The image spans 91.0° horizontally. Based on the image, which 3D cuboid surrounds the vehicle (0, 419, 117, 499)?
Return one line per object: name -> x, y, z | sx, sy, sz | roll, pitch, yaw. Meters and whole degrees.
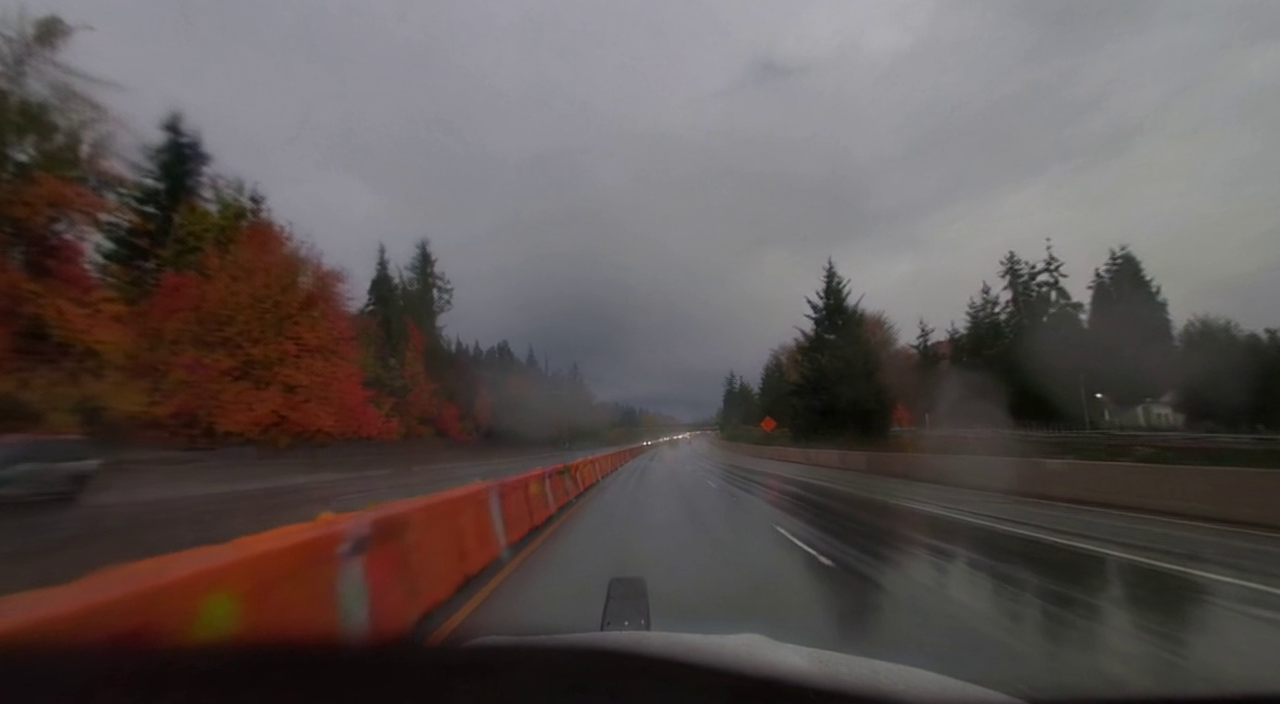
vehicle -> -14.906, 2.403, 14.190 | 1.984, 1.726, 4.775 | 0, -8, 2
